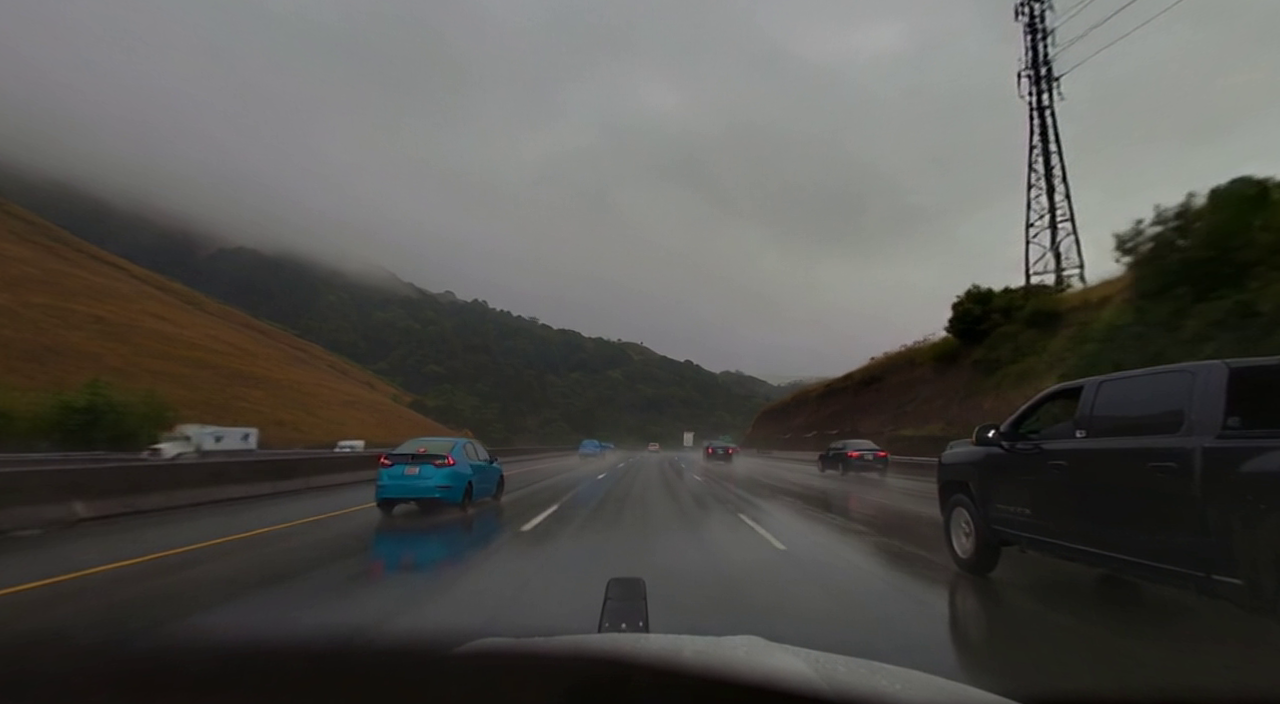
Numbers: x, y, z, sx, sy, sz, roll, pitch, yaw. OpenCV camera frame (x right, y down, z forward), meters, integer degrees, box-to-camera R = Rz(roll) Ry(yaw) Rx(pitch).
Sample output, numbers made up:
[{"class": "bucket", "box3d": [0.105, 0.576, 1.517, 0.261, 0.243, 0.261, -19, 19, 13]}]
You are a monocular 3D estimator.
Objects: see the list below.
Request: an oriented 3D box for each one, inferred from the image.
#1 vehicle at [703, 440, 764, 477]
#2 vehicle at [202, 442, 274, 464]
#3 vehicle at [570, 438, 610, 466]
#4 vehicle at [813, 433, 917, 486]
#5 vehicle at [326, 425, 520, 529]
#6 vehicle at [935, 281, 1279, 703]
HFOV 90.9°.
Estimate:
[{"class": "vehicle", "box3d": [4.040, 4.699, 28.085, 2.046, 1.471, 4.333, 0, -8, 0]}, {"class": "vehicle", "box3d": [-30.110, 7.549, 47.477, 1.860, 1.551, 5.189, 0, -8, 2]}, {"class": "vehicle", "box3d": [-3.121, 6.342, 40.058, 2.021, 1.679, 4.310, -1, -8, 2]}, {"class": "vehicle", "box3d": [7.691, 3.717, 22.058, 1.986, 1.633, 4.430, 0, -8, 0]}, {"class": "vehicle", "box3d": [-3.887, 2.329, 12.324, 2.113, 1.636, 4.494, 0, -8, 1]}, {"class": "vehicle", "box3d": [3.450, 0.720, 2.482, 2.098, 1.925, 5.171, 0, -8, 1]}]
